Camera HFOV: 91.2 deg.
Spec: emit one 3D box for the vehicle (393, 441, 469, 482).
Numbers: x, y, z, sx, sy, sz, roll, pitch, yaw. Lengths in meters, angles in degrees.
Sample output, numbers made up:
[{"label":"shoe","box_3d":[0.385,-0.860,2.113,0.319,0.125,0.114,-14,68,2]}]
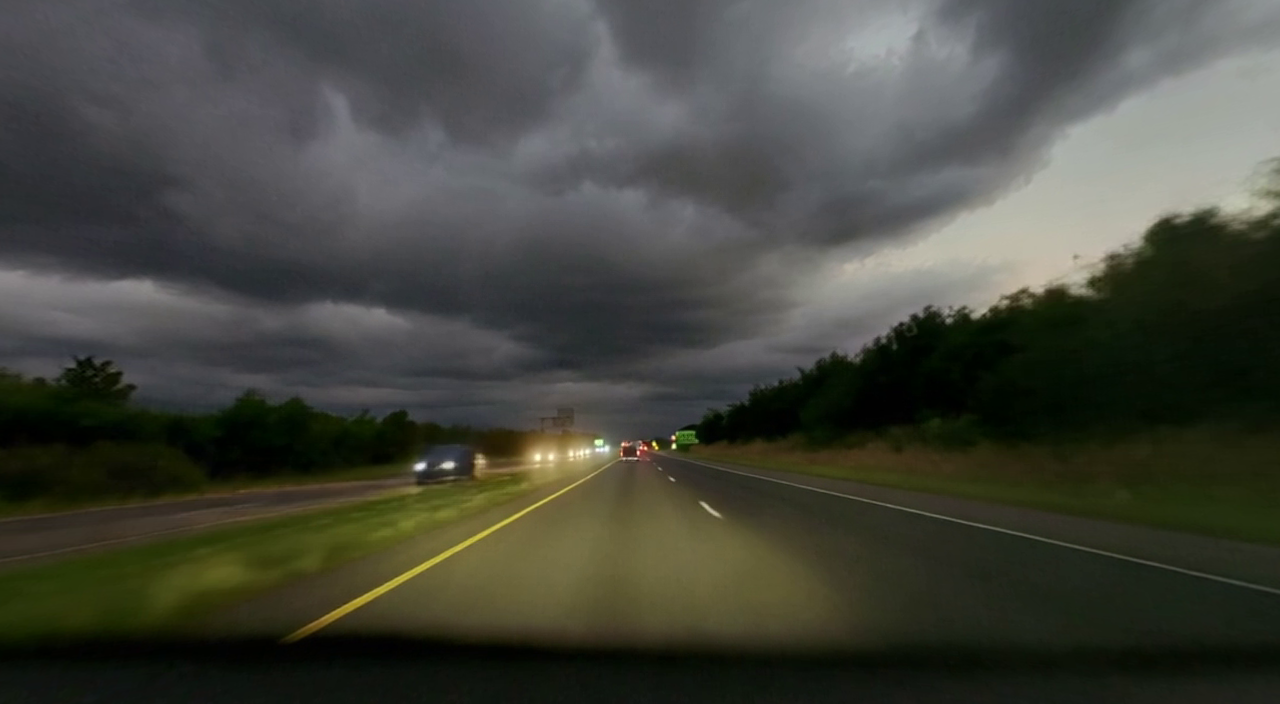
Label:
[{"label":"vehicle","box_3d":[-9.916,5.215,30.188,2.060,1.779,4.631,0,-9,0]}]
